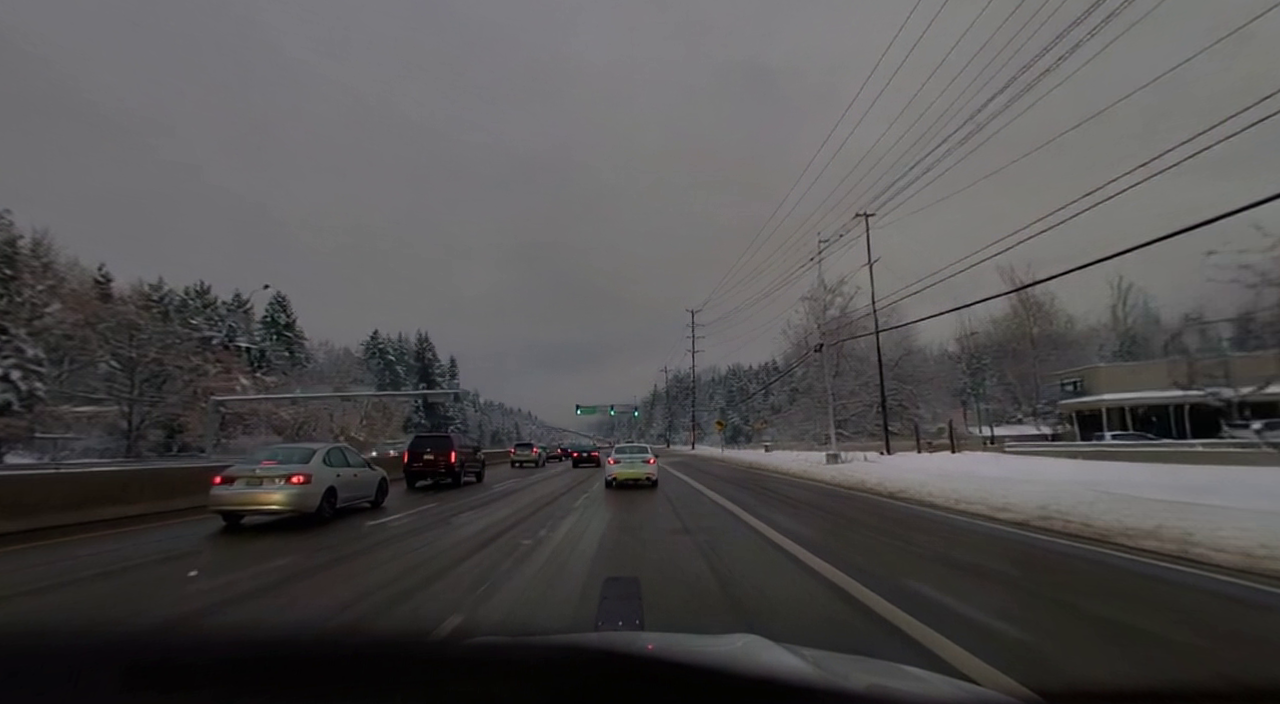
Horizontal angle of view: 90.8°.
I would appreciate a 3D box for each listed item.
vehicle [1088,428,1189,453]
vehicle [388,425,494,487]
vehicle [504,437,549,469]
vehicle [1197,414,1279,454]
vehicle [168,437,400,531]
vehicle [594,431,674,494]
[{"bbox_3d":[29.102,5.176,36.970,4.105,1.306,2.050,-2,-8,1],"label":"vehicle"},{"bbox_3d":[-6.823,3.618,22.327,2.144,1.905,4.967,0,-8,0],"label":"vehicle"},{"bbox_3d":[-6.623,5.962,37.327,1.914,1.756,4.179,0,-8,-1],"label":"vehicle"},{"bbox_3d":[29.563,3.880,29.779,4.554,1.761,2.095,0,-8,0],"label":"vehicle"},{"bbox_3d":[-6.580,2.446,12.434,1.900,1.483,4.547,0,-8,0],"label":"vehicle"},{"bbox_3d":[-0.183,3.242,18.892,2.140,1.653,4.108,0,-8,-1],"label":"vehicle"}]
